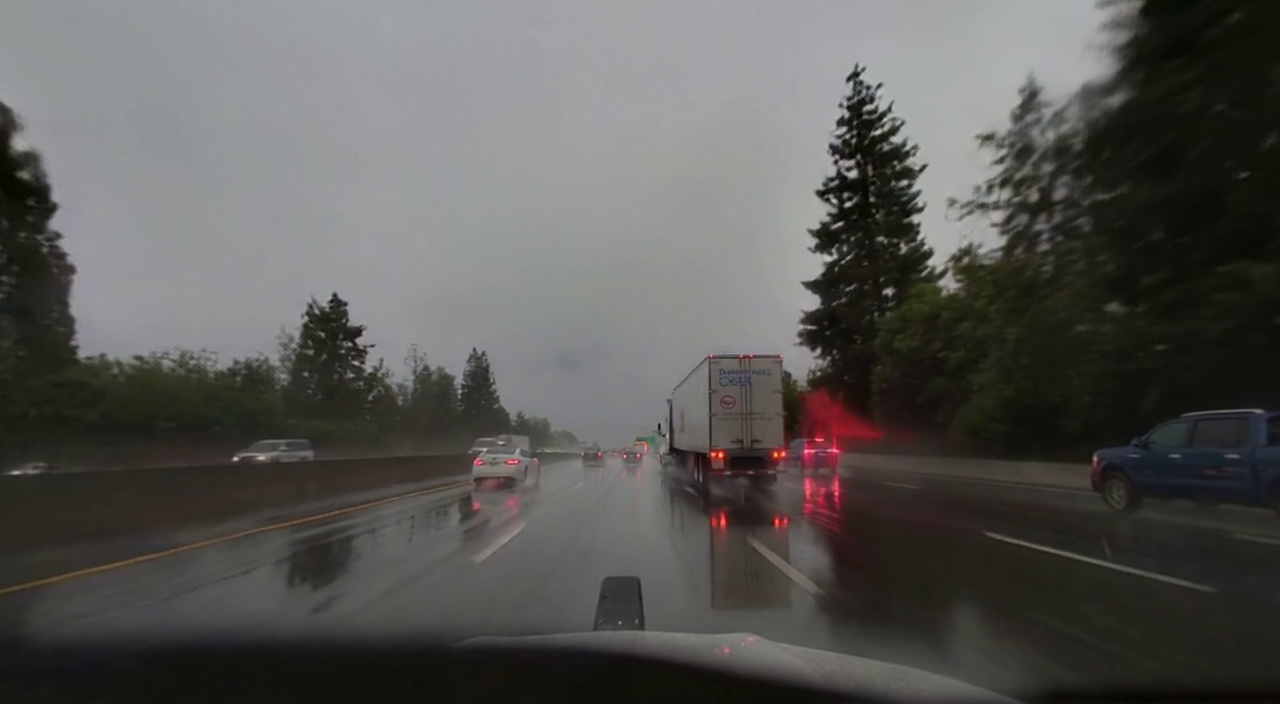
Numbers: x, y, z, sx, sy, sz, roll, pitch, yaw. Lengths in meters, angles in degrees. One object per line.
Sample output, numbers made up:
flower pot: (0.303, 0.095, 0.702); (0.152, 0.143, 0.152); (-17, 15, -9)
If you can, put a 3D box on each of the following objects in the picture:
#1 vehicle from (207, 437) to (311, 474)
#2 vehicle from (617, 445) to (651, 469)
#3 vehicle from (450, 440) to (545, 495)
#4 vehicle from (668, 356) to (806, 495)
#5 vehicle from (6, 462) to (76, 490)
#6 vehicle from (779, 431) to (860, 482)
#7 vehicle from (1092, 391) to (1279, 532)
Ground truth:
vehicle: (-19.081, 5.211, 31.874); (2.146, 1.673, 5.184); (0, -8, -2)
vehicle: (-0.359, 6.767, 40.725); (2.047, 1.485, 3.938); (0, -8, 0)
vehicle: (-4.239, 3.491, 19.372); (1.968, 1.507, 3.829); (0, -8, 1)
vehicle: (3.235, 3.349, 26.828); (2.907, 4.109, 16.177); (0, -8, -1)
vehicle: (-39.087, 8.062, 41.203); (1.906, 1.521, 4.931); (5, -10, -27)
vehicle: (7.474, 4.401, 26.746); (2.079, 1.938, 4.630); (0, -8, 0)
vehicle: (11.020, 1.794, 10.439); (2.420, 2.141, 5.994); (0, -8, -2)
